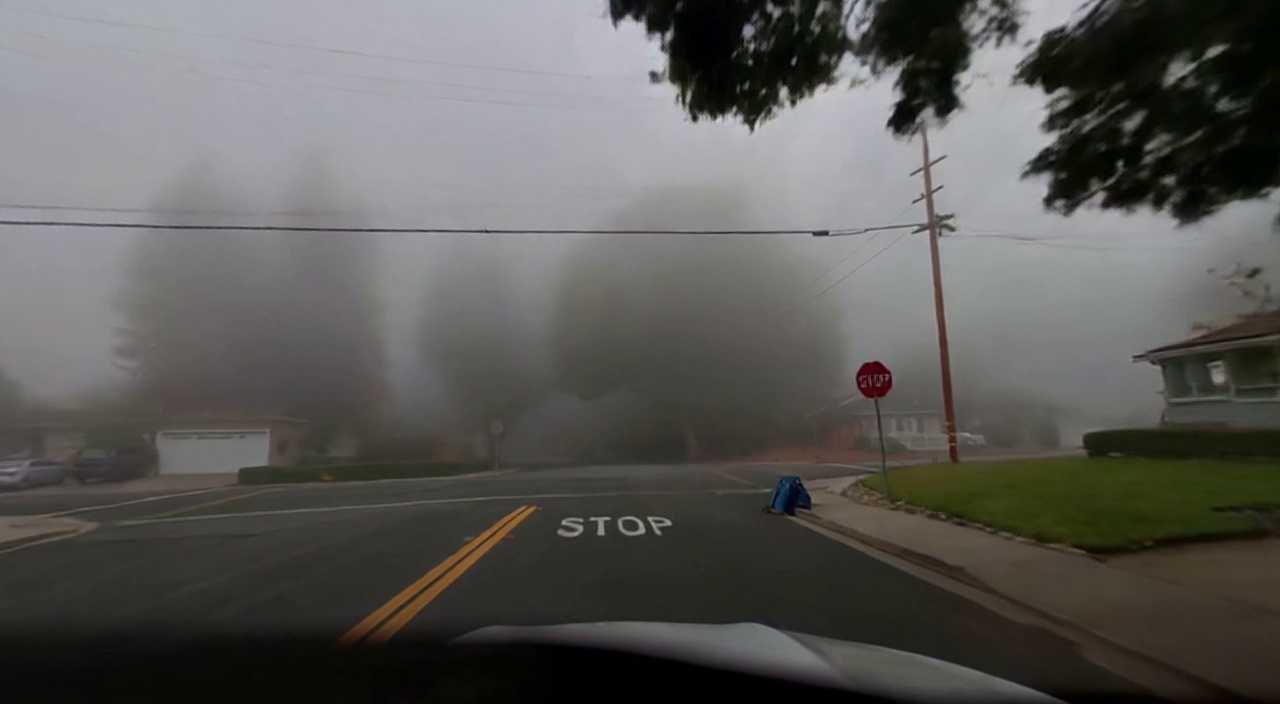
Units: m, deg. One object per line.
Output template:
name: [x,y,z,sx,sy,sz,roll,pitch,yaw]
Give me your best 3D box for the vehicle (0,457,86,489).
vehicle: [-28.535,5.702,30.000,1.864,1.337,3.943,3,-9,-19]
